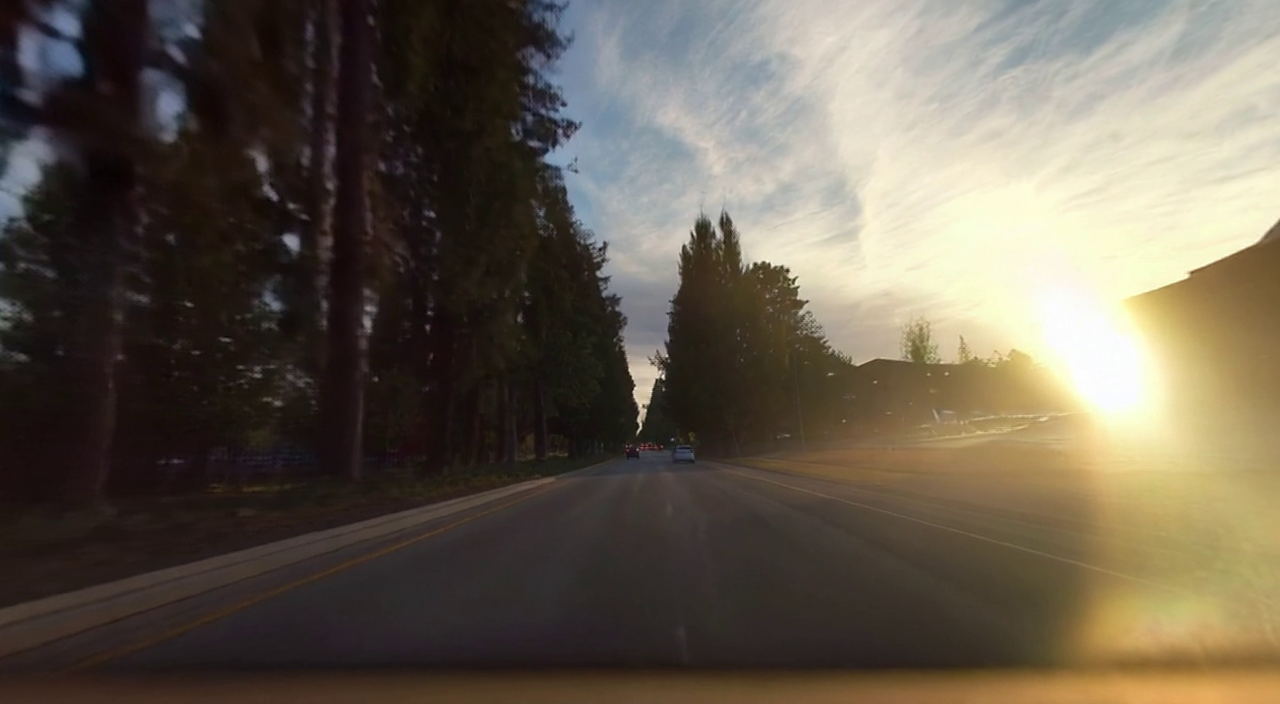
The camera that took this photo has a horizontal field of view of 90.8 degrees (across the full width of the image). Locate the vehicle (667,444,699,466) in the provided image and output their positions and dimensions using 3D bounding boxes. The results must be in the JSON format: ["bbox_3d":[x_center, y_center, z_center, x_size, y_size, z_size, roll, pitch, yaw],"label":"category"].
[{"bbox_3d":[3.036,7.448,45.664,1.925,1.488,4.271,0,-8,-1],"label":"vehicle"}]
